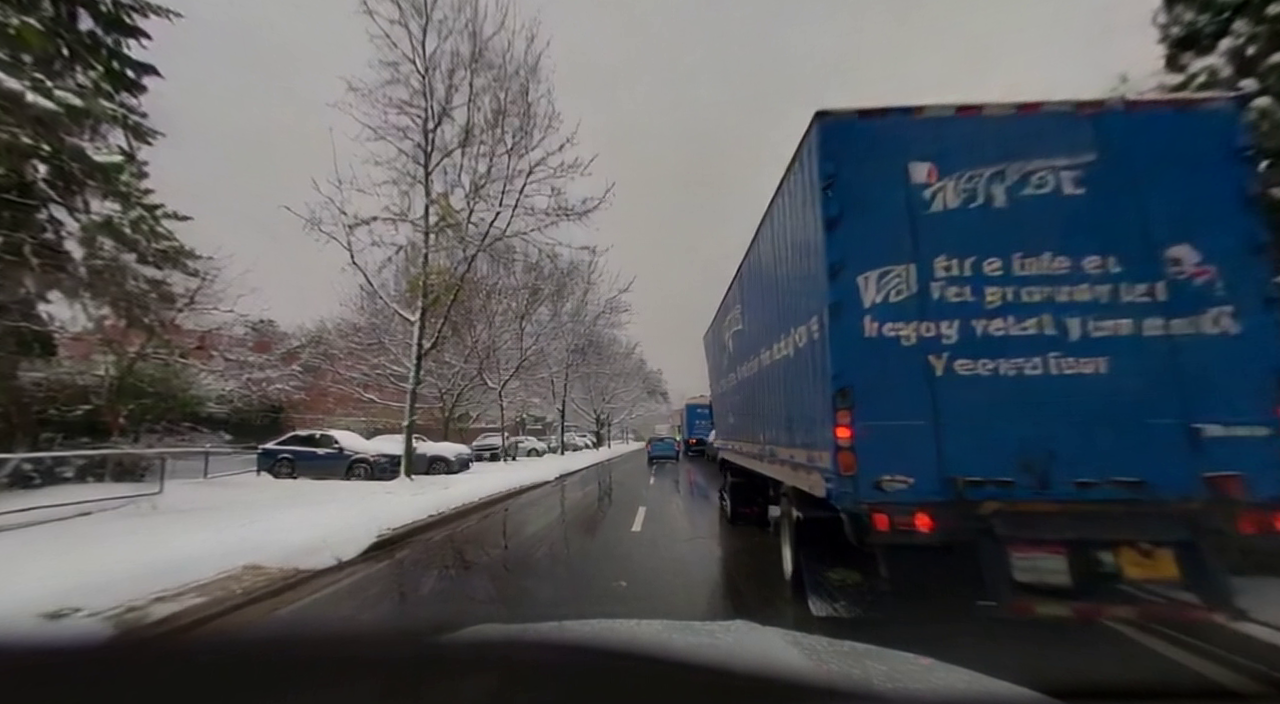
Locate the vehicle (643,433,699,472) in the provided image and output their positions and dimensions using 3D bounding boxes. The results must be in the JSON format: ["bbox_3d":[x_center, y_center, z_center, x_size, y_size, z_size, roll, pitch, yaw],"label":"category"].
[{"bbox_3d":[1.324,4.182,26.432,2.160,1.498,3.909,0,-8,3],"label":"vehicle"}]

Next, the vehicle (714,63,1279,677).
[{"bbox_3d":[3.034,0.714,9.033,3.019,3.659,10.648,0,-8,2],"label":"vehicle"}]

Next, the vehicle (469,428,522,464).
[{"bbox_3d":[-7.528,4.938,33.218,1.996,1.719,4.382,2,-8,-3],"label":"vehicle"}]

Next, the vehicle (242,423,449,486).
[{"bbox_3d":[-7.672,2.691,16.725,4.555,1.517,1.858,0,-8,2],"label":"vehicle"}]

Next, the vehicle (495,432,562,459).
[{"bbox_3d":[-6.509,5.522,37.149,3.569,1.520,1.797,0,-8,1],"label":"vehicle"}]
